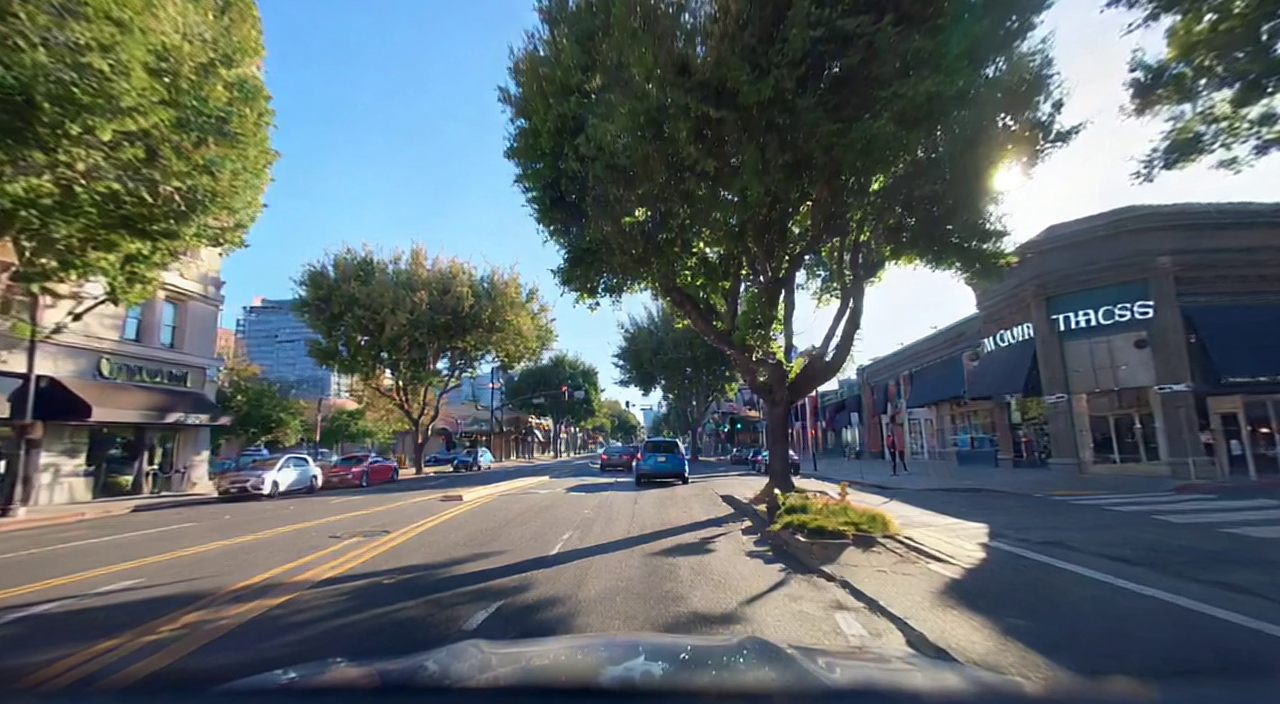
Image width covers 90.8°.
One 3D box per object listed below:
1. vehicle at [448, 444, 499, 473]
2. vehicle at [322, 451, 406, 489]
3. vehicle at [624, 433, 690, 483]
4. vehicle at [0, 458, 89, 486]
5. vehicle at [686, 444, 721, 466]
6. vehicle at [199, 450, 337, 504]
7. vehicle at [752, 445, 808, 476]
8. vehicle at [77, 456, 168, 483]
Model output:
[{"bbox_3d":[-12.416,7.989,47.576,2.197,1.985,5.183,-1,-9,3],"label":"vehicle"},{"bbox_3d":[-13.143,5.631,30.430,1.934,1.639,4.387,0,-9,2],"label":"vehicle"},{"bbox_3d":[0.672,4.175,25.131,2.382,1.796,4.610,0,-9,2],"label":"vehicle"},{"bbox_3d":[-39.564,7.953,42.074,1.832,1.657,4.339,0,-9,-1],"label":"vehicle"},{"bbox_3d":[4.605,7.515,46.302,2.209,1.478,4.138,0,-9,2],"label":"vehicle"},{"bbox_3d":[-13.285,4.451,22.996,2.148,1.694,4.561,0,-9,2],"label":"vehicle"},{"bbox_3d":[7.136,5.566,32.736,2.048,1.484,4.709,-1,-9,3],"label":"vehicle"},{"bbox_3d":[-34.241,7.782,42.002,1.982,1.610,4.620,-3,-9,4],"label":"vehicle"}]
